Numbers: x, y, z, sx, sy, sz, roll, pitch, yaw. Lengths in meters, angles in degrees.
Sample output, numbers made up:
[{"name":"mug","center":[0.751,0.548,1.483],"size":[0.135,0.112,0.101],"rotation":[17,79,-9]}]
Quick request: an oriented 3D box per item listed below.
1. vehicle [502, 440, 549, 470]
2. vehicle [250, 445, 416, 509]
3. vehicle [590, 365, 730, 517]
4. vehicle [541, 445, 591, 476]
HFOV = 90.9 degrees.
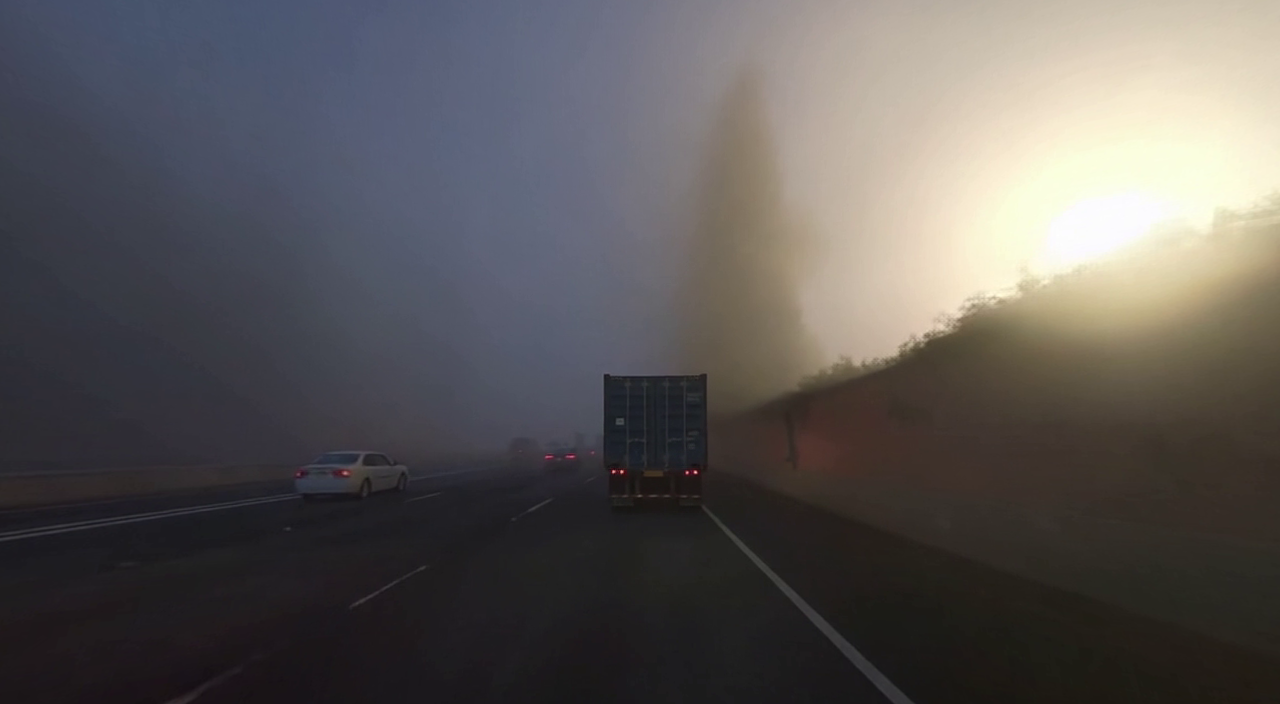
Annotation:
[{"name":"vehicle","center":[-7.560,6.864,42.179],"size":[2.164,1.874,5.004],"rotation":[0,-8,1]},{"name":"vehicle","center":[-7.903,3.228,16.870],"size":[2.006,1.458,4.700],"rotation":[0,-8,1]},{"name":"vehicle","center":[0.424,2.397,16.986],"size":[2.798,3.071,8.412],"rotation":[0,-8,0]},{"name":"vehicle","center":[-3.723,5.522,32.470],"size":[1.974,1.475,4.538],"rotation":[0,-8,1]}]
